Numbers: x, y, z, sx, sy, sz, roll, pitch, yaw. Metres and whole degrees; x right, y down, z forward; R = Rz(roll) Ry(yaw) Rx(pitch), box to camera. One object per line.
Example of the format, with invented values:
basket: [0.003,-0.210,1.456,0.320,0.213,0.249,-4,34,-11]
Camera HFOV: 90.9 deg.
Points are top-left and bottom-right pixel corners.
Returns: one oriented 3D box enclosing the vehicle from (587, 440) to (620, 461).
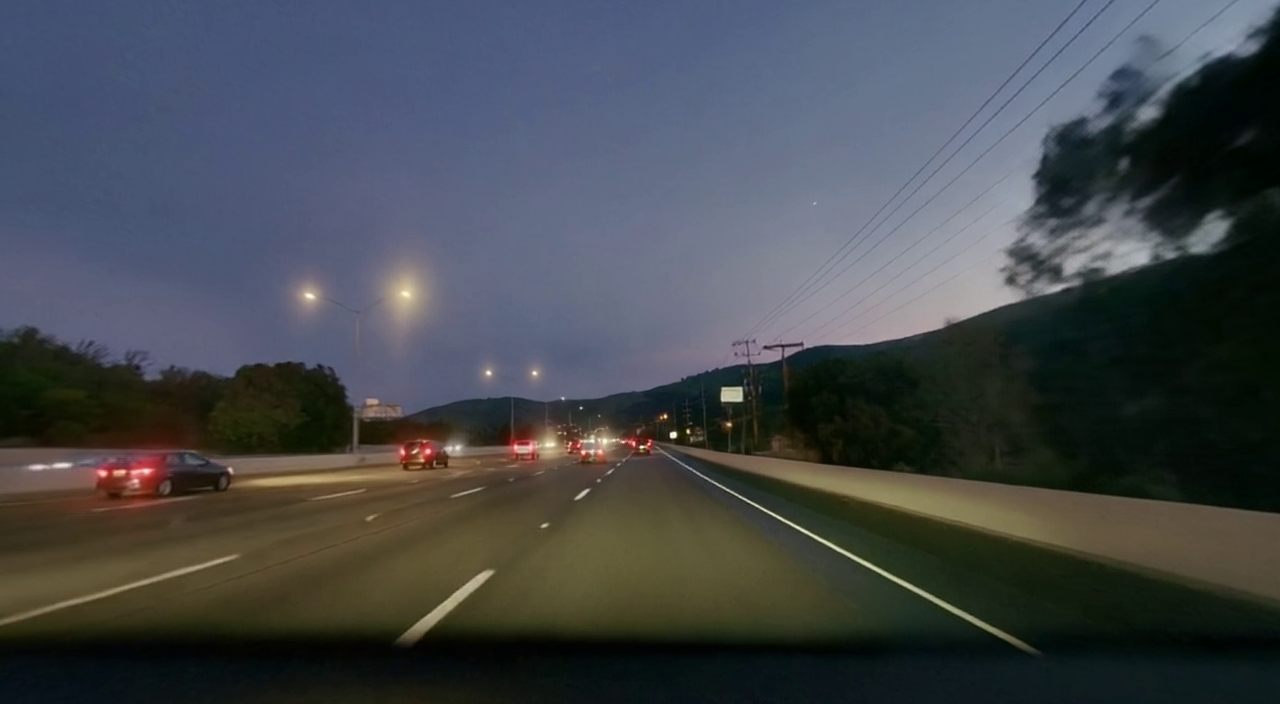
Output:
vehicle: [-2.631,7.184,46.079,2.064,1.446,4.409,0,-9,1]

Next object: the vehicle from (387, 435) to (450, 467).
vehicle: [-14.298,6.422,41.117,2.172,1.946,5.017,0,-9,1]

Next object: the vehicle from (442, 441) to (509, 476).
vehicle: [-7.464,4.863,29.004,1.899,1.472,4.202,0,-8,1]

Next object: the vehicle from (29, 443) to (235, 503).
vehicle: [-14.368,3.414,18.332,1.885,1.474,4.849,0,-8,1]
